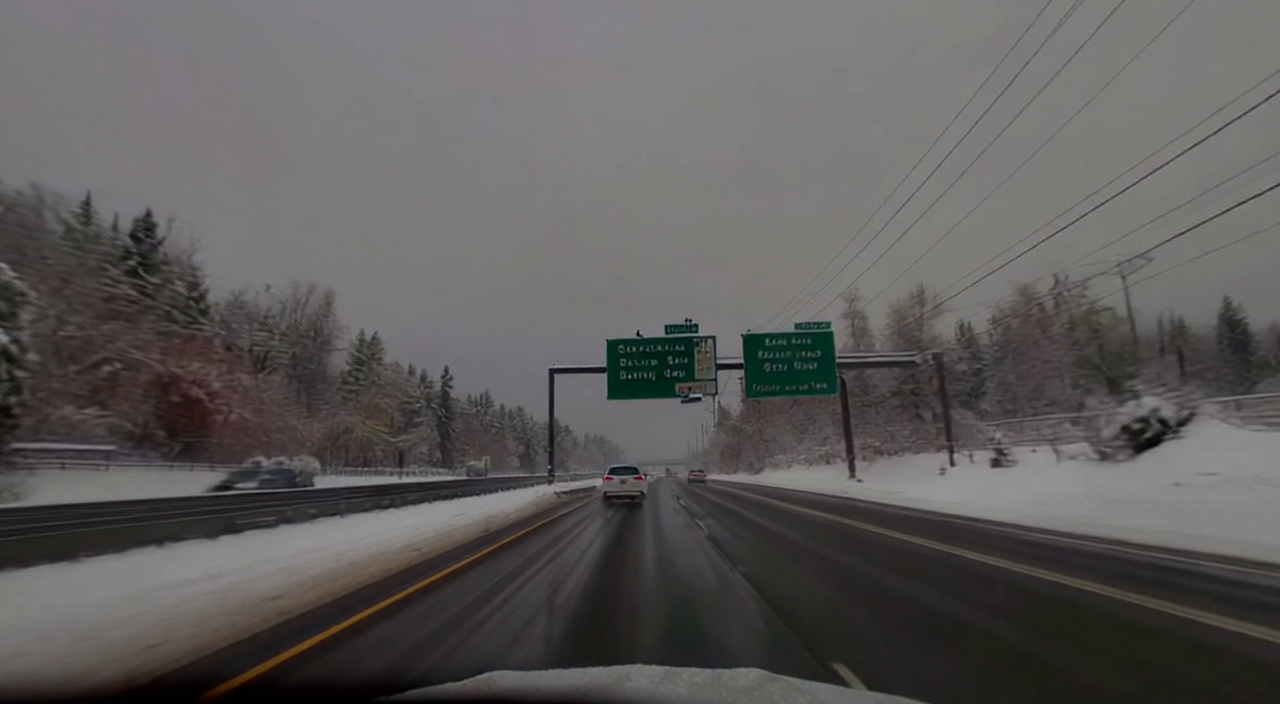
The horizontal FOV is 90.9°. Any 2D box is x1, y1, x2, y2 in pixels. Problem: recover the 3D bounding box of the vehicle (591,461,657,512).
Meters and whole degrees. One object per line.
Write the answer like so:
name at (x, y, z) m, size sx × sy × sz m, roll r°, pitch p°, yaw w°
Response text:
vehicle at (-0.478, 4.431, 21.019) m, size 1.987 × 1.480 × 3.786 m, roll 1°, pitch -10°, yaw 0°
